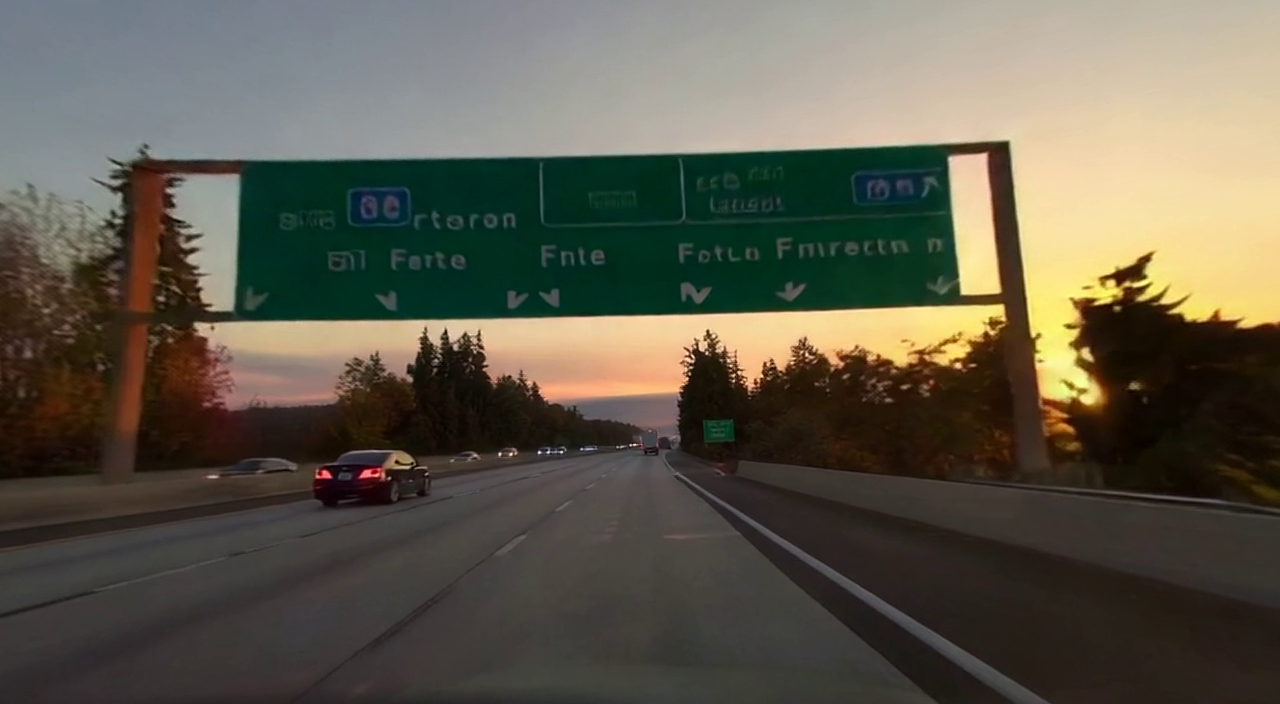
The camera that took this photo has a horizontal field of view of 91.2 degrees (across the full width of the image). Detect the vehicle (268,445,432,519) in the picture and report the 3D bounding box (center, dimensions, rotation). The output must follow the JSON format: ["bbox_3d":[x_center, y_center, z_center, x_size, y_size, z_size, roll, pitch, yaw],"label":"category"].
[{"bbox_3d":[-6.817,3.070,15.382,1.956,1.538,4.318,0,-9,0],"label":"vehicle"}]

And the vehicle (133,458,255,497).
[{"bbox_3d":[-19.388,5.443,27.584,1.902,1.485,4.679,0,-9,0],"label":"vehicle"}]
